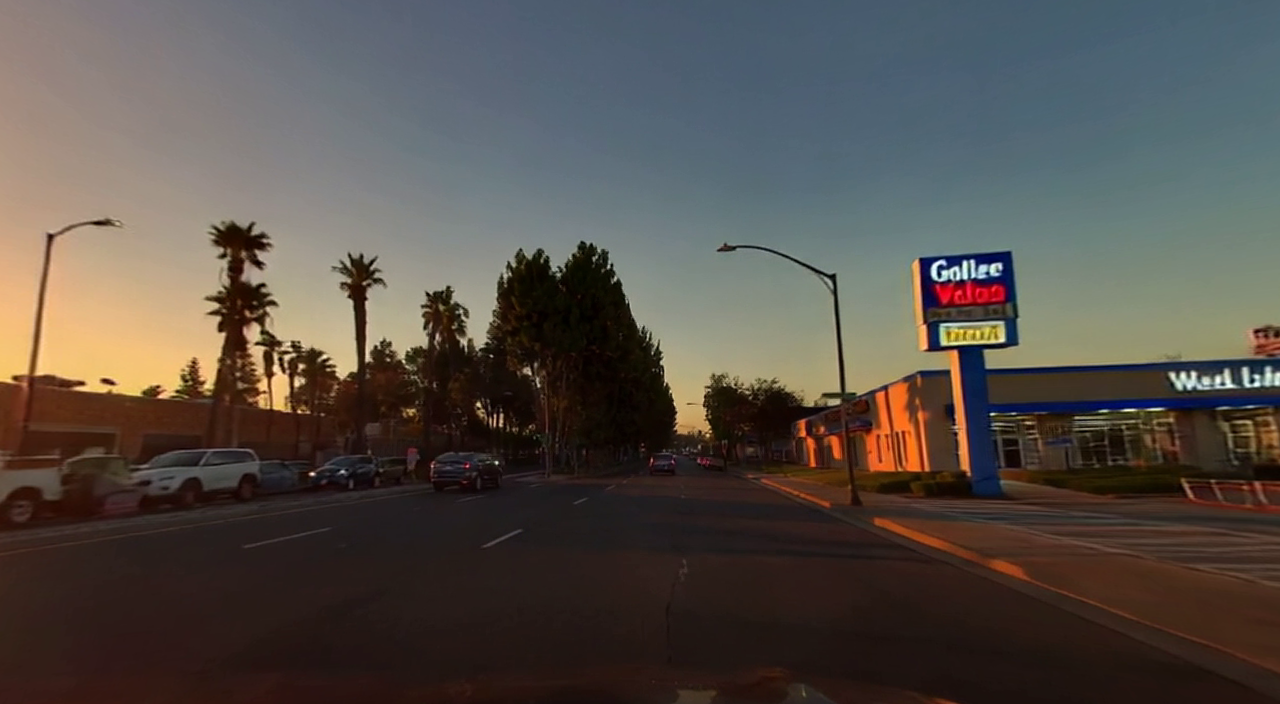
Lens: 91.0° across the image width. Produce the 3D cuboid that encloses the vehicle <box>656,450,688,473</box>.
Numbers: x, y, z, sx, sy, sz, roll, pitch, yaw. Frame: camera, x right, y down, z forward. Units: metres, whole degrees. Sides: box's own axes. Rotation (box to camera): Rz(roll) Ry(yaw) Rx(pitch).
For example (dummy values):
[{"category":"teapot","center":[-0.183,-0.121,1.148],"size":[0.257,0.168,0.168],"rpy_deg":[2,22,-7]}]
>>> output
[{"category":"vehicle","center":[2.325,7.729,44.766],"size":[2.139,1.461,4.918],"rpy_deg":[0,-8,3]}]

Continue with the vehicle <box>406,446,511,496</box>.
[{"category":"vehicle","center":[-6.126,4.039,21.911],"size":[2.090,1.520,4.452],"rpy_deg":[0,-8,4]}]

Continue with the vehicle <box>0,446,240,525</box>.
[{"category":"vehicle","center":[-11.919,2.929,14.572],"size":[1.981,1.493,4.721],"rpy_deg":[0,-8,3]}]

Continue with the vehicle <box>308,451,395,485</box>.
[{"category":"vehicle","center":[-14.106,5.679,31.119],"size":[1.874,1.488,4.612],"rpy_deg":[0,-8,4]}]
